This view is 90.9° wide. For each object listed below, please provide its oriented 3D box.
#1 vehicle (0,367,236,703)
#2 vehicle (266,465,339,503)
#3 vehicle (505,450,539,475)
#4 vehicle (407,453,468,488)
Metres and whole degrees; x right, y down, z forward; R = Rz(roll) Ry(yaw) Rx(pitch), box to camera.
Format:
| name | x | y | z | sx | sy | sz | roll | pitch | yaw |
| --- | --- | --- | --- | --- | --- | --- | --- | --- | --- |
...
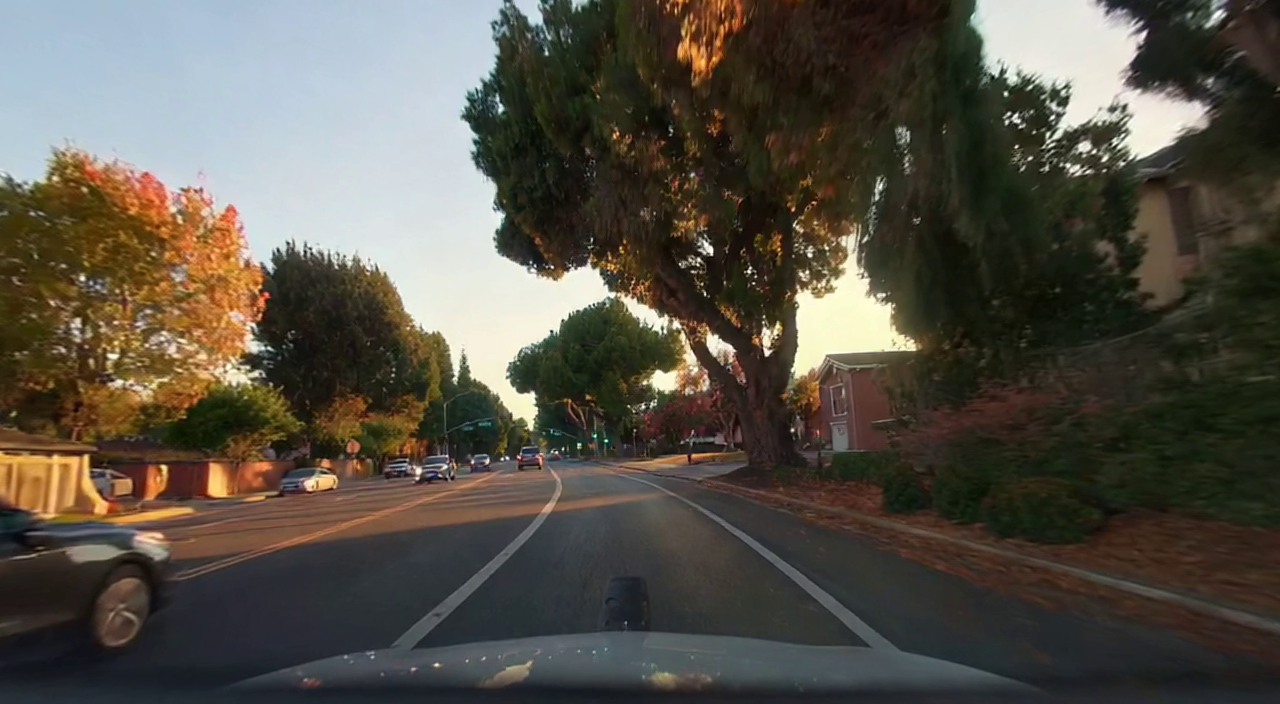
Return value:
| name | x | y | z | sx | sy | sz | roll | pitch | yaw |
| --- | --- | --- | --- | --- | --- | --- | --- | --- | --- |
| vehicle | -3.736 | 0.794 | 1.757 | 2.084 | 1.701 | 4.734 | 0 | -8 | -1 |
| vehicle | -17.022 | 6.618 | 31.992 | 1.845 | 1.428 | 4.597 | -4 | -7 | -10 |
| vehicle | -7.864 | 7.355 | 42.329 | 2.060 | 1.530 | 4.121 | 1 | -9 | -8 |
| vehicle | -9.755 | 5.707 | 30.686 | 1.915 | 1.486 | 4.349 | 1 | -9 | -6 |
